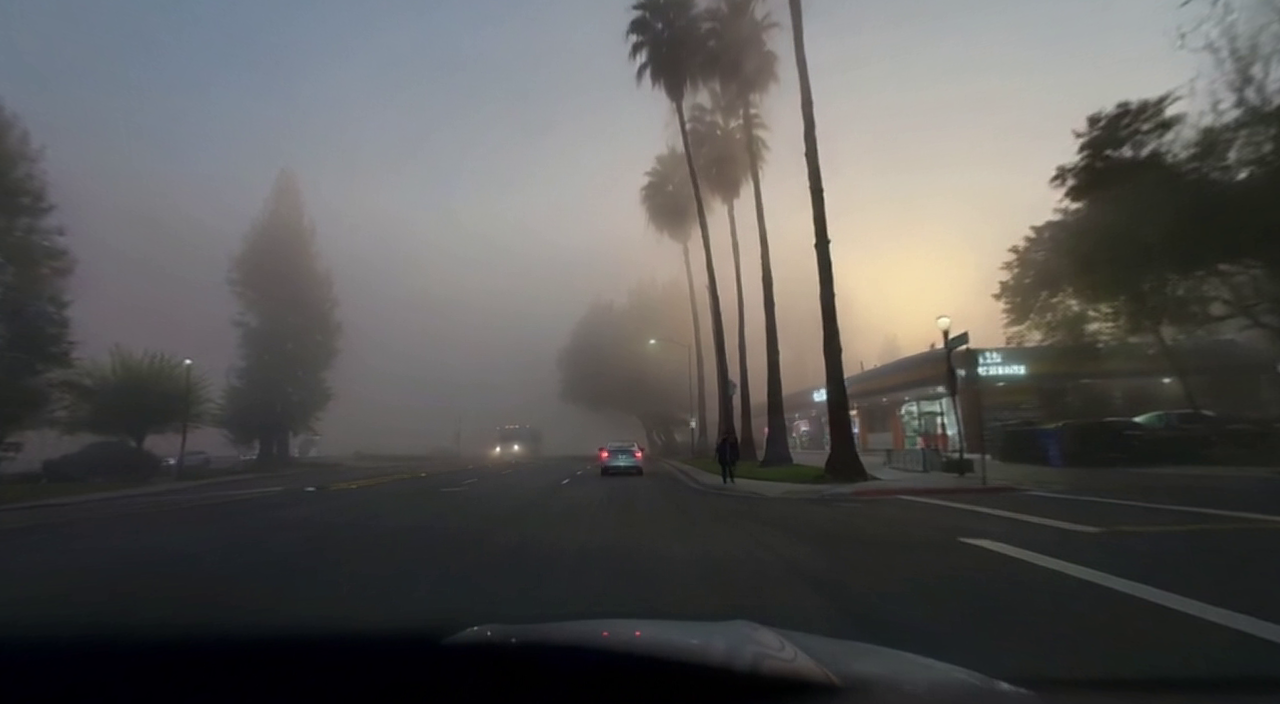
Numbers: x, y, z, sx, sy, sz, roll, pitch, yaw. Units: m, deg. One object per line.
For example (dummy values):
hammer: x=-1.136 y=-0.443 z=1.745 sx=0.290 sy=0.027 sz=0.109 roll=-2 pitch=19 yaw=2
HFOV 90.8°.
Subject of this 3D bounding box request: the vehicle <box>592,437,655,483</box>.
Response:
vehicle: x=-0.578 y=3.826 z=22.786 sx=2.076 sy=1.486 sz=4.119 roll=0 pitch=-8 yaw=-1
